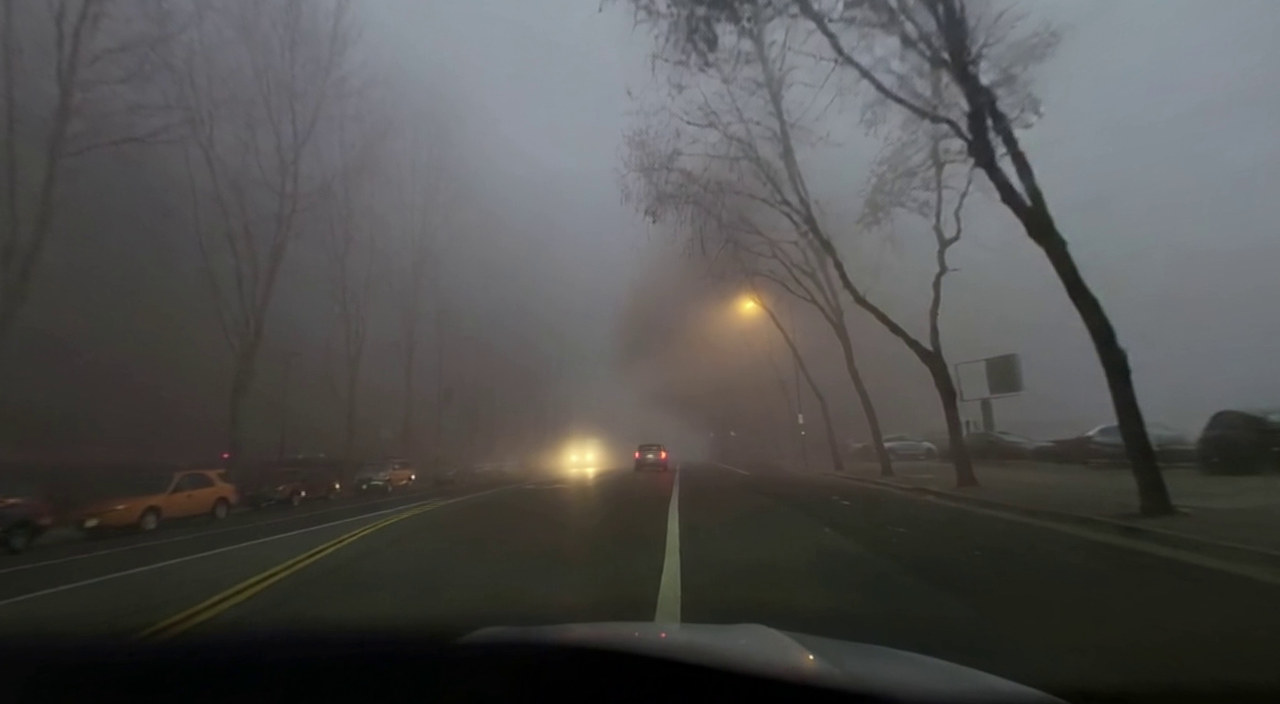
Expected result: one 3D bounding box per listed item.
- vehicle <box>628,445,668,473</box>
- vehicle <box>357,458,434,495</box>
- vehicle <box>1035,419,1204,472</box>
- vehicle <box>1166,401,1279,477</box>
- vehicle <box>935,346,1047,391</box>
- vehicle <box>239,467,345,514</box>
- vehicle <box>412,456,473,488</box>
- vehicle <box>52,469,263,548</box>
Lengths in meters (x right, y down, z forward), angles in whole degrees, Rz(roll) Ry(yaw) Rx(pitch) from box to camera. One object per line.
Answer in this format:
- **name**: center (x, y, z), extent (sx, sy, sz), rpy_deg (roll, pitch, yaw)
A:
- **vehicle**: center (0.507, 5.996, 35.540), extent (2.051, 1.454, 4.132), rpy_deg (-1, -8, 3)
- **vehicle**: center (-12.263, 6.242, 31.975), extent (1.997, 1.668, 4.084), rpy_deg (-1, -8, 5)
- **vehicle**: center (14.505, 2.857, 19.295), extent (3.556, 1.414, 1.851), rpy_deg (-2, -9, 2)
- **vehicle**: center (15.241, 1.792, 14.119), extent (4.750, 1.519, 2.276), rpy_deg (-5, -9, 2)
- **vehicle**: center (15.402, 0.761, 27.877), extent (3.766, 1.708, 1.810), rpy_deg (-1, -10, 6)
- **vehicle**: center (-12.721, 5.044, 23.367), extent (1.646, 1.462, 3.740), rpy_deg (0, -8, 2)
- **vehicle**: center (-11.871, 7.220, 38.334), extent (2.016, 1.627, 4.742), rpy_deg (-2, -8, 3)
- **vehicle**: center (-12.932, 4.173, 17.422), extent (1.984, 1.635, 4.525), rpy_deg (-4, -9, 5)
